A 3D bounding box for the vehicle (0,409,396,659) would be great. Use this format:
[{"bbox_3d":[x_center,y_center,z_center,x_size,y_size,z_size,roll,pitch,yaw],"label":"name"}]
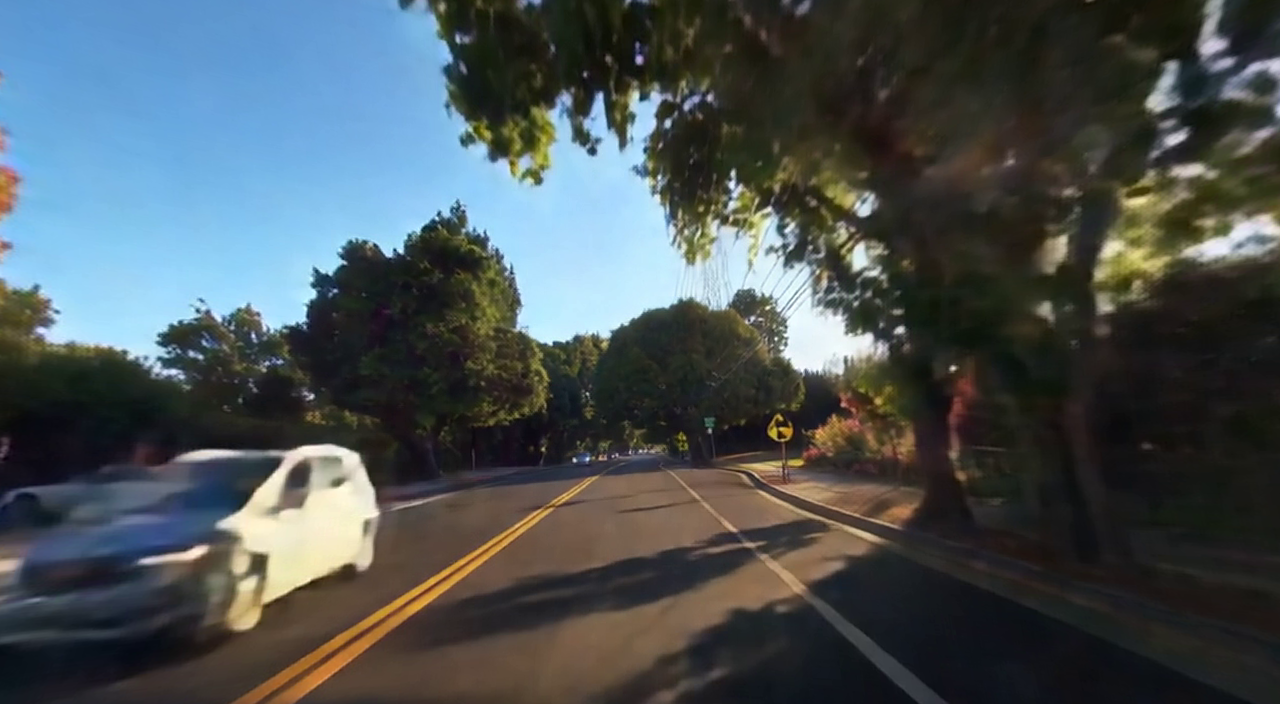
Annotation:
[{"bbox_3d":[-4.409,1.597,6.611,2.008,1.730,4.243,0,-9,0],"label":"vehicle"}]
